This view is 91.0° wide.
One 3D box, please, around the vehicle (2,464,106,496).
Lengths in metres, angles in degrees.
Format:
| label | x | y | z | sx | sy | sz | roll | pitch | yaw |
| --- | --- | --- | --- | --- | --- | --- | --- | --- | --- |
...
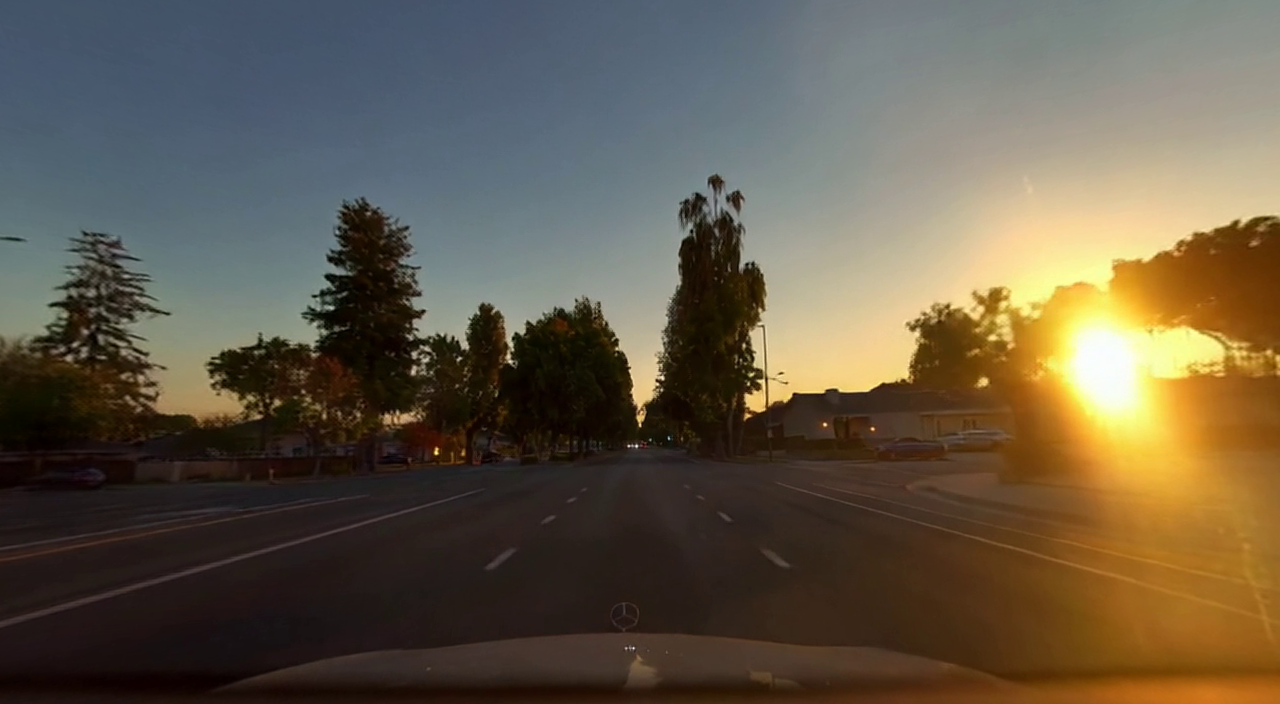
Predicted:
| label | x | y | z | sx | sy | sz | roll | pitch | yaw |
| --- | --- | --- | --- | --- | --- | --- | --- | --- | --- |
| vehicle | -36.060 | 7.844 | 38.818 | 4.515 | 1.593 | 1.827 | -3 | -10 | -2 |
